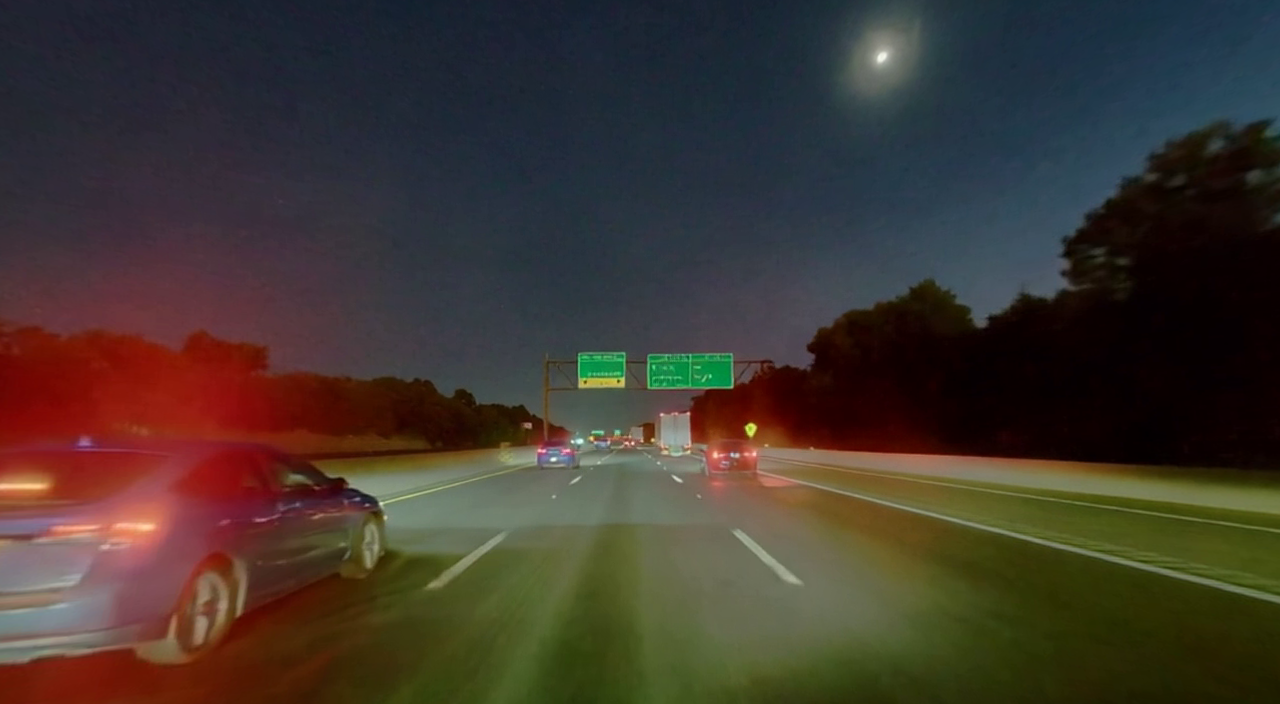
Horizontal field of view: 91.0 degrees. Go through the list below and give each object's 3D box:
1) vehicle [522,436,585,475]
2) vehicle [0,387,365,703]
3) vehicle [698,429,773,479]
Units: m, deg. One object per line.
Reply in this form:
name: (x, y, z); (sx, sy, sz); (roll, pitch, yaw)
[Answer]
vehicle: (-3.588, 4.373, 26.917); (2.064, 1.479, 4.370); (-1, -8, 0)
vehicle: (-3.483, 1.016, 3.230); (2.122, 1.486, 4.532); (-1, -8, 0)
vehicle: (3.390, 3.715, 23.210); (2.001, 1.625, 4.088); (0, -8, -1)
